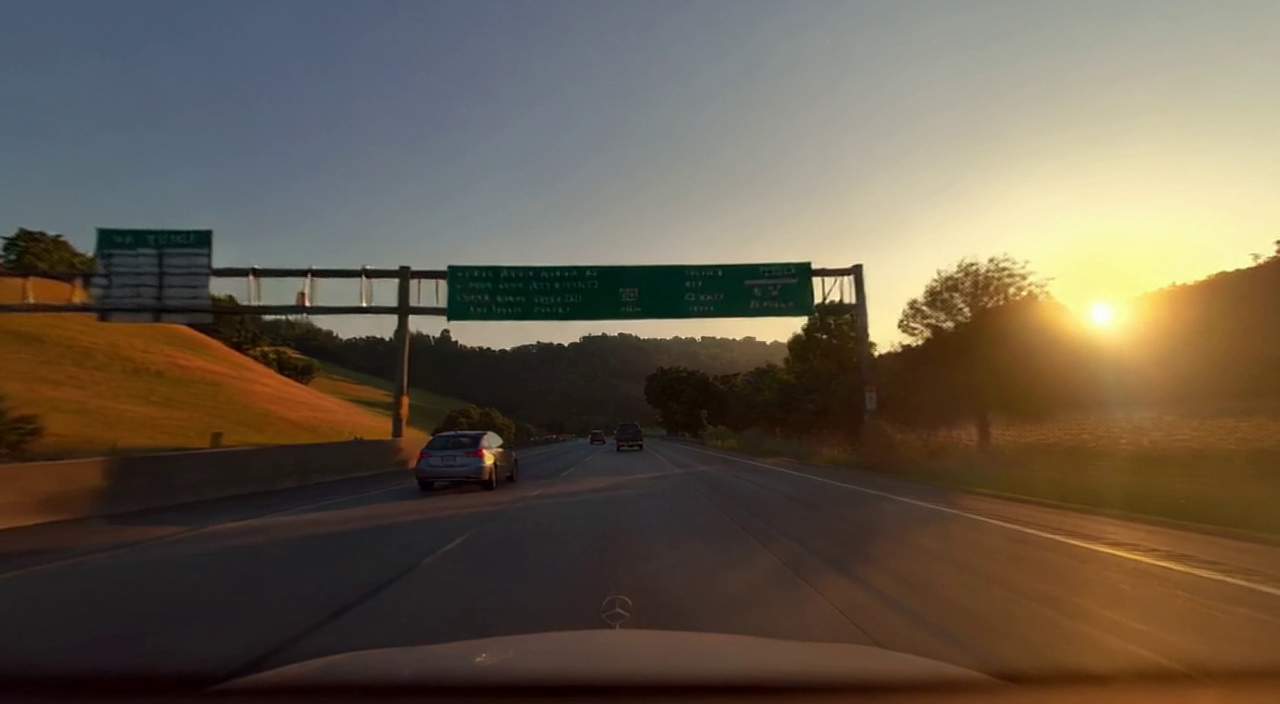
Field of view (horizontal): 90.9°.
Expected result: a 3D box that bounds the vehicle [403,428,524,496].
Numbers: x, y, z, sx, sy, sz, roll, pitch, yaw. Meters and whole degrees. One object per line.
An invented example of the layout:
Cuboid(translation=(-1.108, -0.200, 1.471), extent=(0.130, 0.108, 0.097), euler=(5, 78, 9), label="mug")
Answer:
Cuboid(translation=(-4.317, 2.735, 16.139), extent=(1.931, 1.483, 4.105), euler=(0, -8, 0), label="vehicle")

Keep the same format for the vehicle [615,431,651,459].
Cuboid(translation=(-0.449, 5.792, 39.435), extent=(2.162, 1.616, 4.242), euler=(0, -8, -1), label="vehicle")

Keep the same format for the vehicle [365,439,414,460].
Cuboid(translation=(-19.537, 7.592, 49.342), extent=(1.975, 1.534, 4.443), euler=(0, -8, 1), label="vehicle")
